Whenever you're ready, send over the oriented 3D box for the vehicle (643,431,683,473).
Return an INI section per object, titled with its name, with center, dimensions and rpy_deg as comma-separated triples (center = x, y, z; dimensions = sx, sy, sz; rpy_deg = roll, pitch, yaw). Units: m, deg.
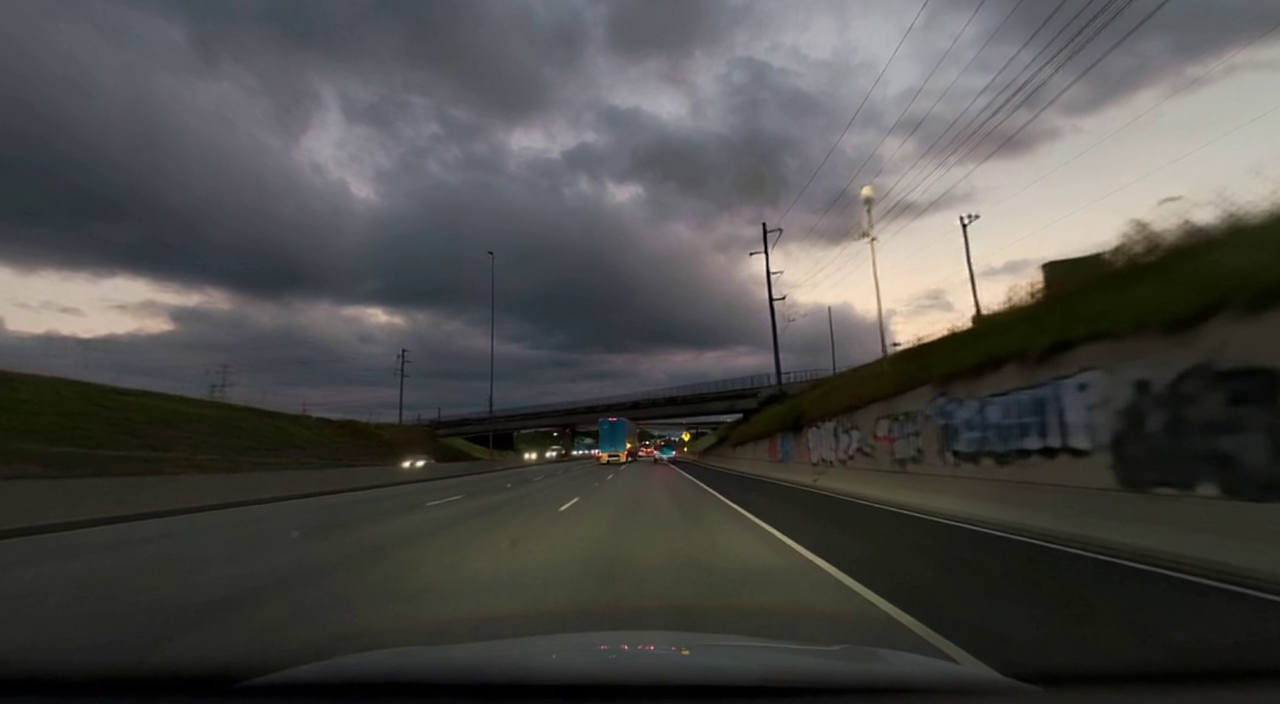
[vehicle]
center = 1.468, 6.810, 42.863
dimensions = 2.462, 2.627, 5.799
rpy_deg = 0, -9, -1
